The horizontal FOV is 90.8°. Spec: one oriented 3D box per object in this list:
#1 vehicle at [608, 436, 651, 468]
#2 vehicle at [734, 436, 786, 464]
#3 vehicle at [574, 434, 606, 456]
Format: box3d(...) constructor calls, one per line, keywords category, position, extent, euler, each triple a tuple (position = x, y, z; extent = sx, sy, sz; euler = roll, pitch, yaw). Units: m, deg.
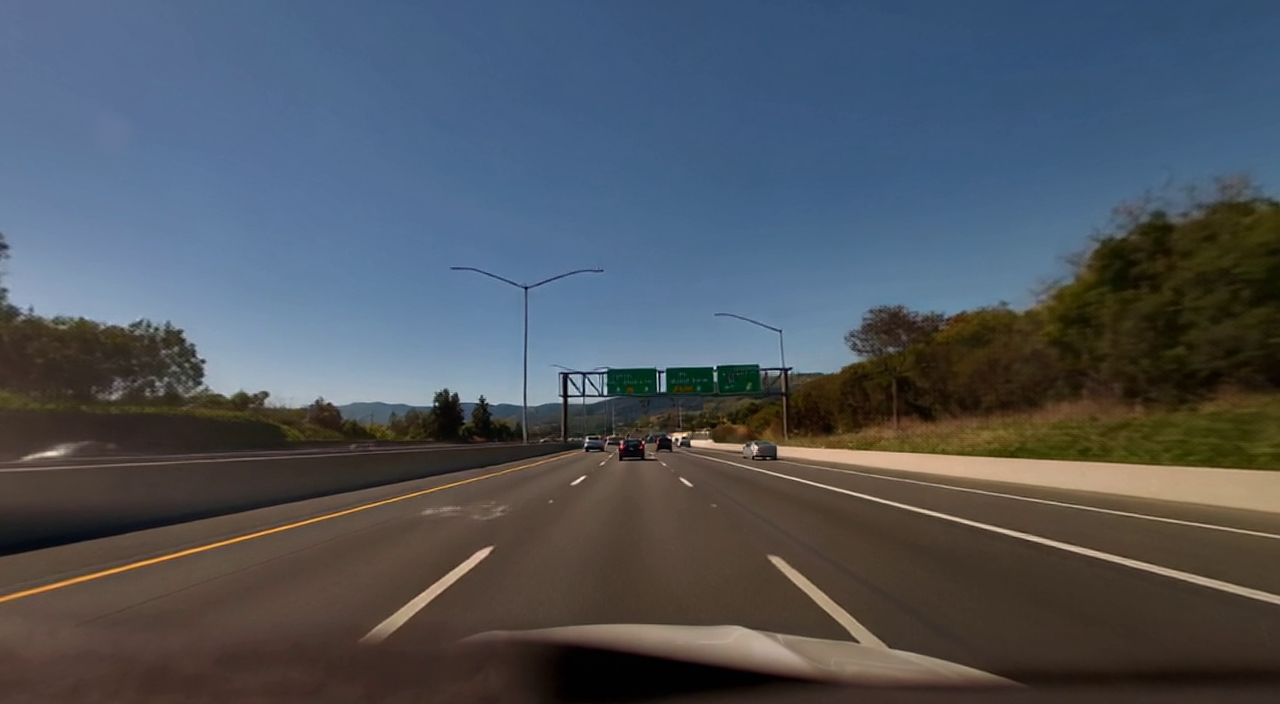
box3d(category="vehicle", position=(-0.509, 4.938, 31.277), extent=(1.985, 1.457, 4.227), euler=(0, -9, -1))
box3d(category="vehicle", position=(6.672, 5.513, 35.554), extent=(1.935, 1.478, 4.433), euler=(0, -9, -2))
box3d(category="vehicle", position=(-3.859, 7.305, 49.549), extent=(2.123, 1.661, 4.601), euler=(0, -9, 0))
